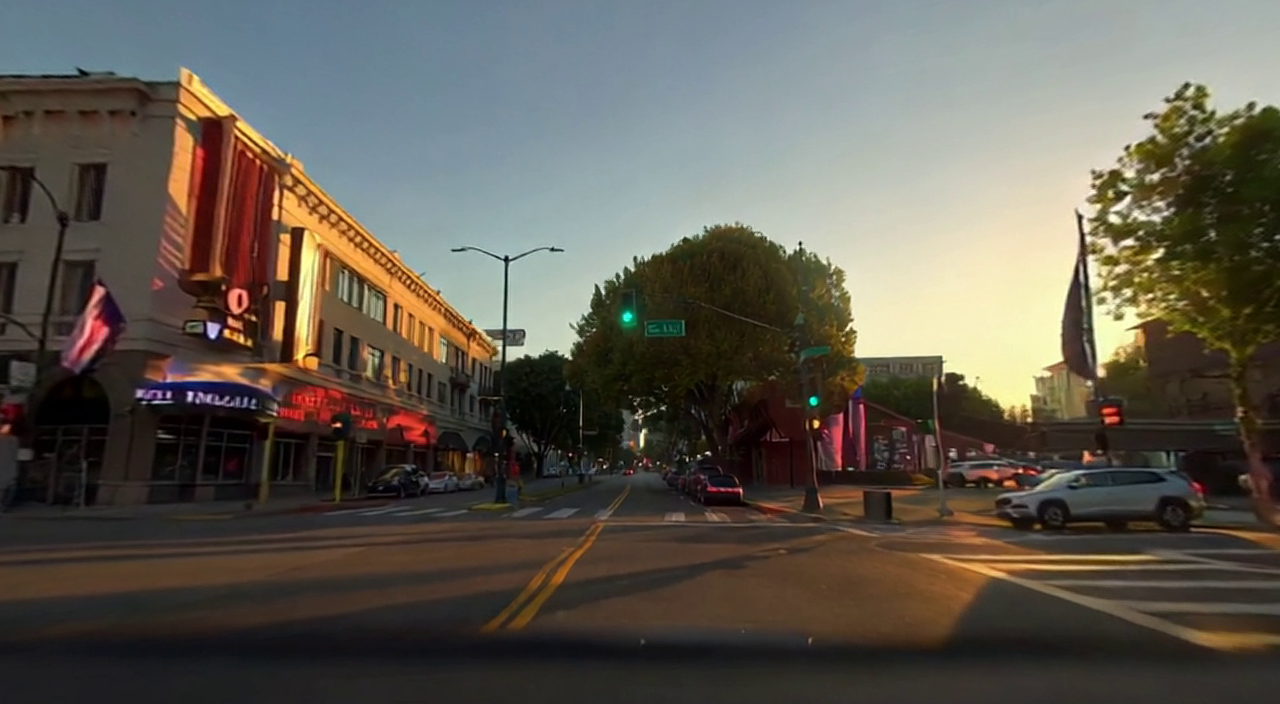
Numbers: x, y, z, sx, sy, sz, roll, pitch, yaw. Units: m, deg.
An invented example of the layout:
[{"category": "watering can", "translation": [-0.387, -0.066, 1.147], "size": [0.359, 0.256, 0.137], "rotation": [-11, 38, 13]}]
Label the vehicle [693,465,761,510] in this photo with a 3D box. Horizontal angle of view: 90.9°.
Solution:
[{"category": "vehicle", "translation": [3.429, 5.428, 25.629], "size": [2.120, 1.560, 4.402], "rotation": [0, -9, 0]}]

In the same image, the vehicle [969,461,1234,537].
[{"category": "vehicle", "translation": [10.208, 3.257, 14.258], "size": [4.330, 1.517, 2.045], "rotation": [0, -9, 0]}]

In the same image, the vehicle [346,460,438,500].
[{"category": "vehicle", "translation": [-12.422, 6.325, 31.483], "size": [4.447, 1.790, 2.206], "rotation": [-7, -11, 38]}]
